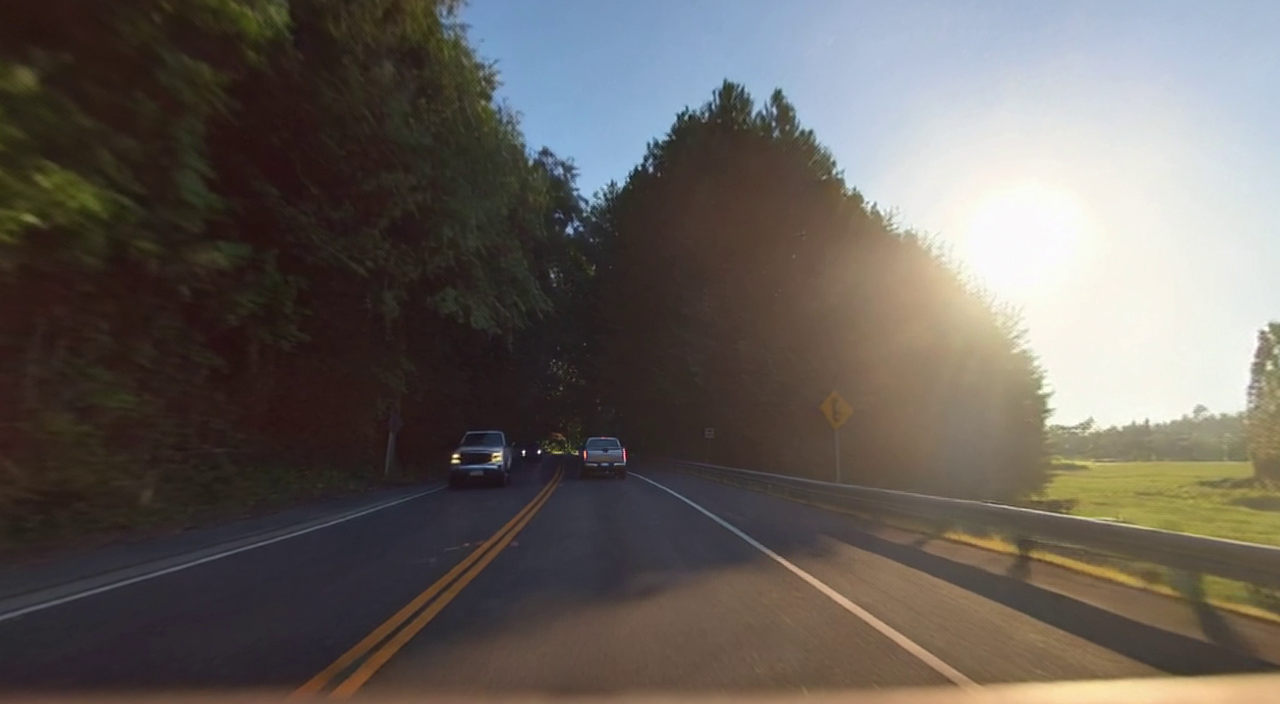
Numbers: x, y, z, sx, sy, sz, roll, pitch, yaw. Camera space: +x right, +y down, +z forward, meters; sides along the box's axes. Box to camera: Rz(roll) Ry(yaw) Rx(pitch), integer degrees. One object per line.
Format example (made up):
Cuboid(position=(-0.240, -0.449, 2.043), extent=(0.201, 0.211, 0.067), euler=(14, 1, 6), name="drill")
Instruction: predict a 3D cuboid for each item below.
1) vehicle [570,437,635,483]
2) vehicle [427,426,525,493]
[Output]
Cuboid(position=(-1.681, 4.722, 28.085), extent=(2.631, 1.798, 5.331), euler=(0, -8, -4), name="vehicle")
Cuboid(position=(-5.448, 3.650, 21.797), extent=(2.374, 1.989, 4.909), euler=(0, -8, -4), name="vehicle")
